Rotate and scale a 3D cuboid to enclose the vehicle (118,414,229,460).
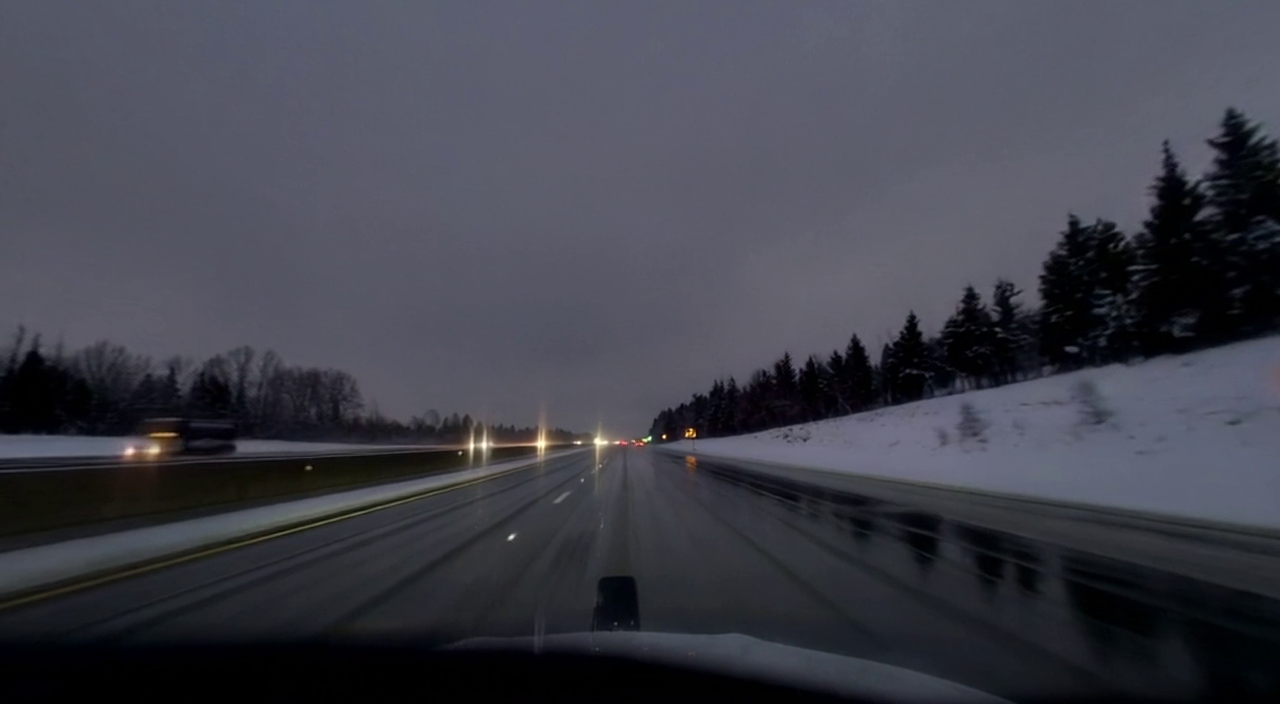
[{"bbox_3d":[-33.455,6.156,45.552,2.567,3.002,6.986,-1,-8,1],"label":"vehicle"}]
